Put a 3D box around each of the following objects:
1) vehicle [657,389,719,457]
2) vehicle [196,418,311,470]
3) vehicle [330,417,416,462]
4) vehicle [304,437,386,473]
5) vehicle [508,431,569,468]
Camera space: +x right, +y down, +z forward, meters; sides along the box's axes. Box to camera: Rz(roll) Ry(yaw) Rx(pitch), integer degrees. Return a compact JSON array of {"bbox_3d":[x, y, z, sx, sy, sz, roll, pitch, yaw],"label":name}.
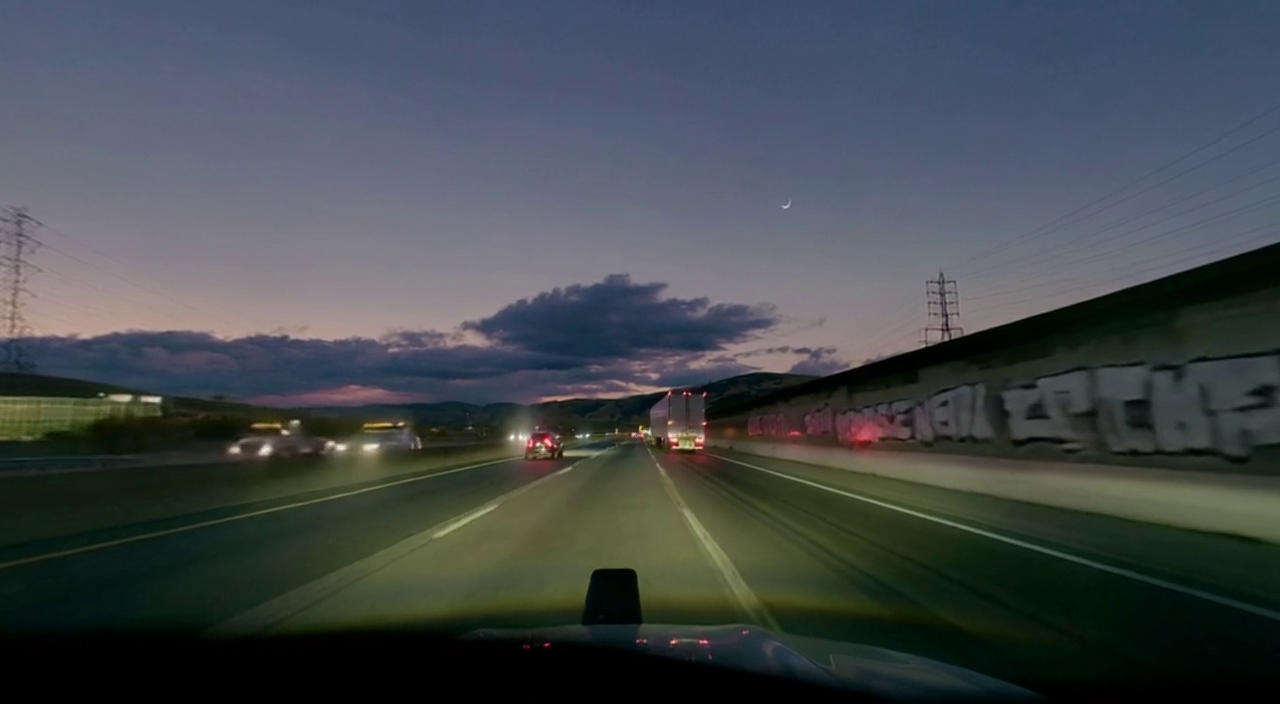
[{"bbox_3d":[2.887,4.800,41.442,3.060,3.842,11.095,0,-8,-1],"label":"vehicle"},{"bbox_3d":[-19.904,4.770,32.885,2.198,2.430,5.819,0,-8,0],"label":"vehicle"},{"bbox_3d":[-15.887,5.289,38.076,2.230,2.477,6.722,0,-8,0],"label":"vehicle"},{"bbox_3d":[-11.941,4.162,25.723,1.683,1.377,3.452,0,-8,-1],"label":"vehicle"},{"bbox_3d":[-4.389,4.282,27.942,1.965,1.486,4.448,0,-8,0],"label":"vehicle"}]
